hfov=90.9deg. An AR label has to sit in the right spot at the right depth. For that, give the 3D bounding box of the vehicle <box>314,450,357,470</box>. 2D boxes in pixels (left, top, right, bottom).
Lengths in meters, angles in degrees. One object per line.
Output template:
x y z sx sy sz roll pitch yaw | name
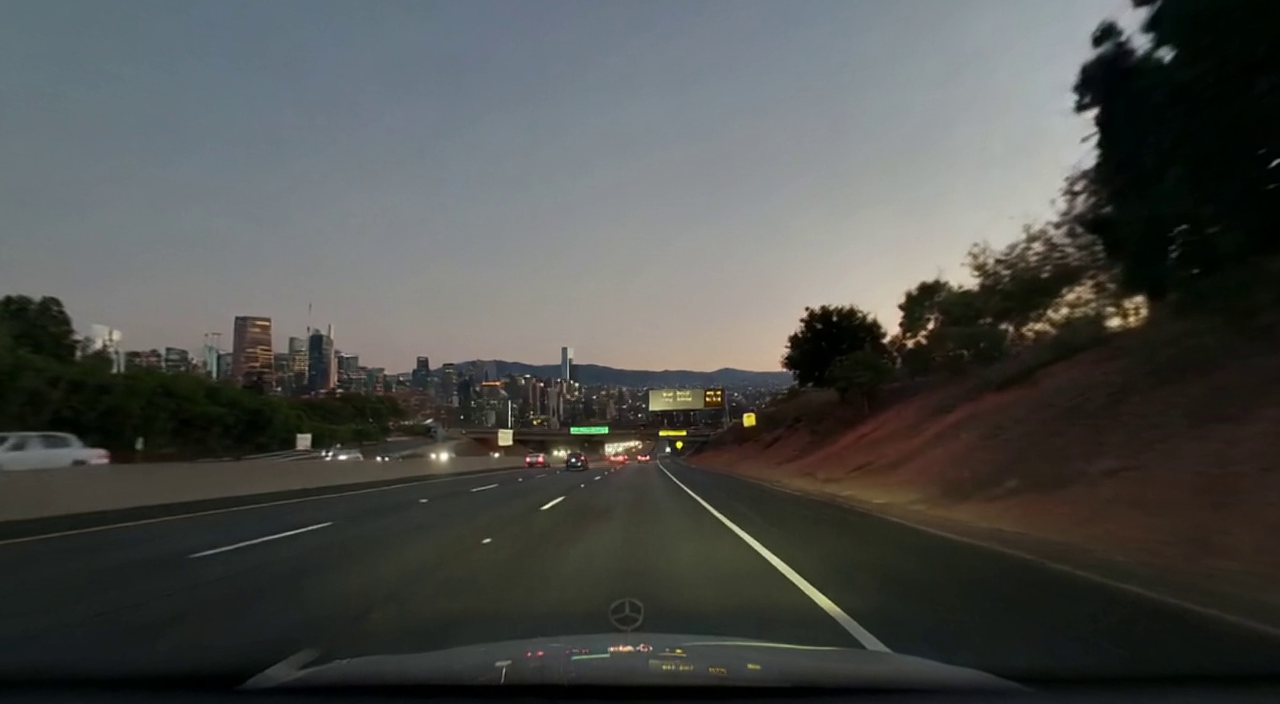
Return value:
-20.785 7.373 43.139 1.447 1.320 3.188 1 -9 -3 | vehicle
